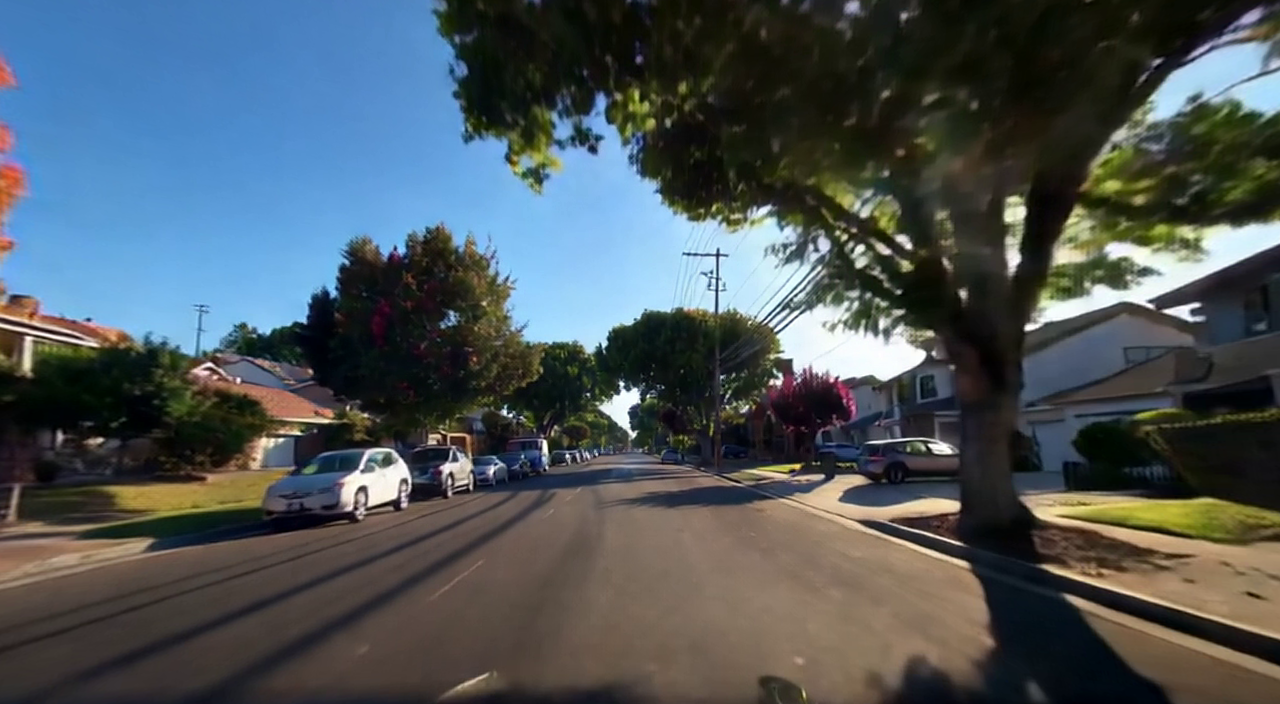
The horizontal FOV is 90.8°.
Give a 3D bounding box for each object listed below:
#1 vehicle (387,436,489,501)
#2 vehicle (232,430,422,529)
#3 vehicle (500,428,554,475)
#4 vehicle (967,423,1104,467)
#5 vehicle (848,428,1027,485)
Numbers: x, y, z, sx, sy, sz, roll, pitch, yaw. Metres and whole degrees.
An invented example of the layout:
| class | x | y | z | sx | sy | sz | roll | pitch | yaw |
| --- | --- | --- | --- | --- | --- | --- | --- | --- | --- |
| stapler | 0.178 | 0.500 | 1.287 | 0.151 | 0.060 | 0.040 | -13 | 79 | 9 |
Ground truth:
| class | x | y | z | sx | sy | sz | roll | pitch | yaw |
| --- | --- | --- | --- | --- | --- | --- | --- | --- | --- |
| vehicle | -6.491 | 3.813 | 20.883 | 1.941 | 1.832 | 4.666 | -2 | -10 | -1 |
| vehicle | -6.691 | 2.777 | 14.220 | 1.922 | 1.801 | 4.516 | -2 | -9 | 1 |
| vehicle | -7.053 | 6.321 | 40.104 | 2.439 | 2.724 | 5.647 | -1 | -10 | -1 |
| vehicle | 19.136 | 4.564 | 30.731 | 5.215 | 1.910 | 2.031 | -1 | -10 | -3 |
| vehicle | 9.801 | 3.475 | 21.115 | 4.979 | 1.769 | 1.943 | 0 | -9 | -1 |
